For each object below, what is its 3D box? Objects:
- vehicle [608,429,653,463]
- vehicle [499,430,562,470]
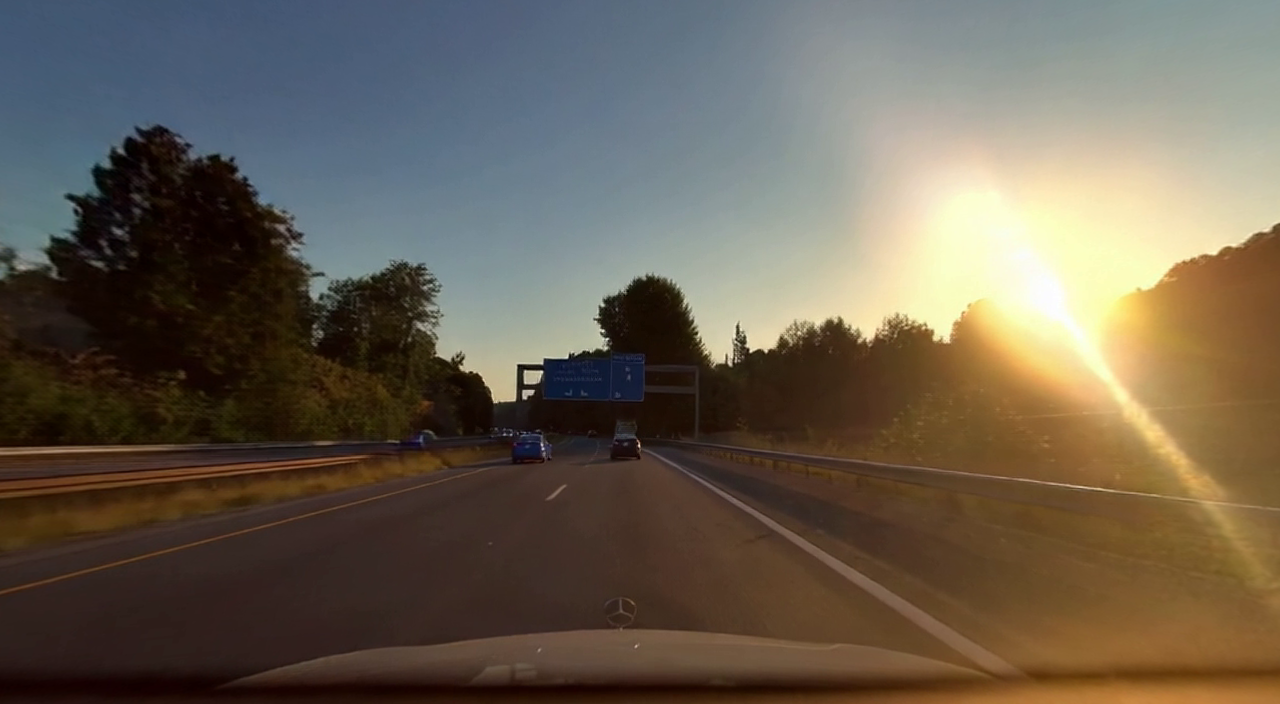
[{"bbox_3d":[-0.508,4.806,32.398,2.162,1.616,4.242,0,-8,-2],"label":"vehicle"},{"bbox_3d":[-4.564,4.129,26.837,1.975,1.518,4.242,0,-8,-1],"label":"vehicle"}]
